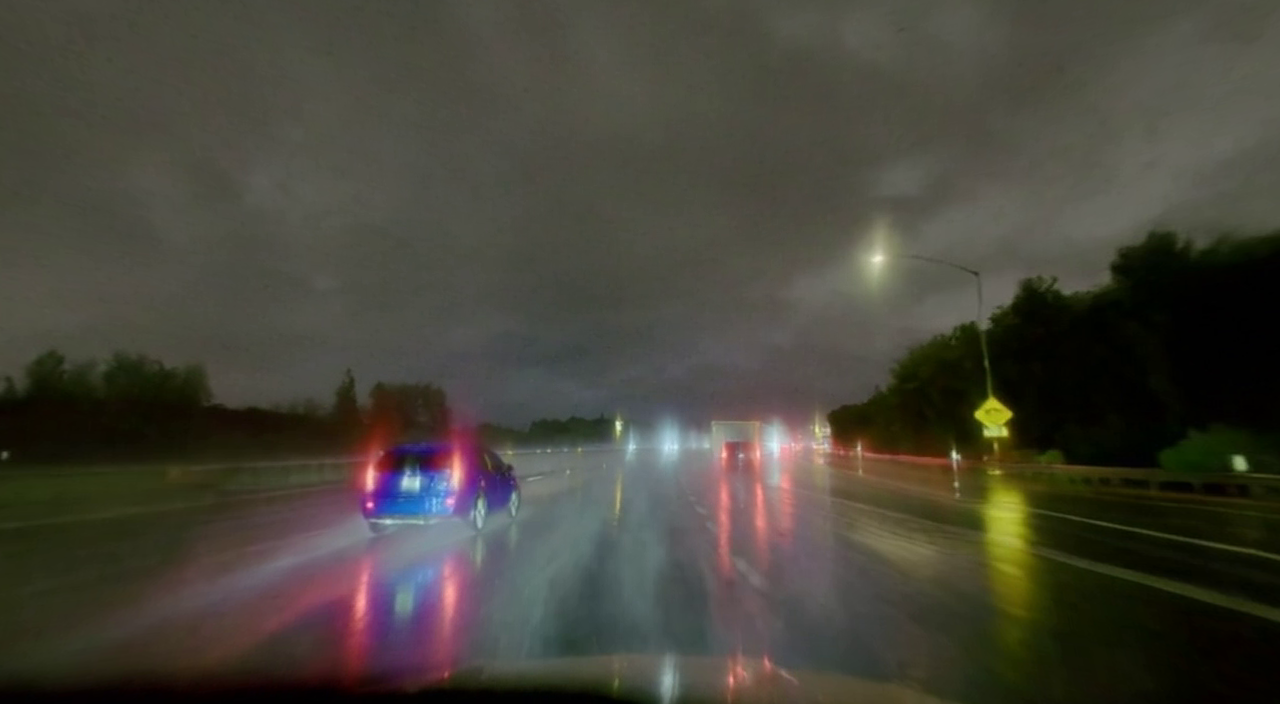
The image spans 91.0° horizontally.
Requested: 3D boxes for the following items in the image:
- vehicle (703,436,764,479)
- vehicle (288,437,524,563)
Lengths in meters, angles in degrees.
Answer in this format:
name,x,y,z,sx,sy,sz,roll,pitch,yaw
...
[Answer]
name,x,y,z,sx,sy,sz,roll,pitch,yaw
vehicle,4.258,4.901,29.441,2.225,1.833,4.340,0,-9,1
vehicle,-3.218,2.114,9.798,1.937,1.490,4.372,0,-9,1
